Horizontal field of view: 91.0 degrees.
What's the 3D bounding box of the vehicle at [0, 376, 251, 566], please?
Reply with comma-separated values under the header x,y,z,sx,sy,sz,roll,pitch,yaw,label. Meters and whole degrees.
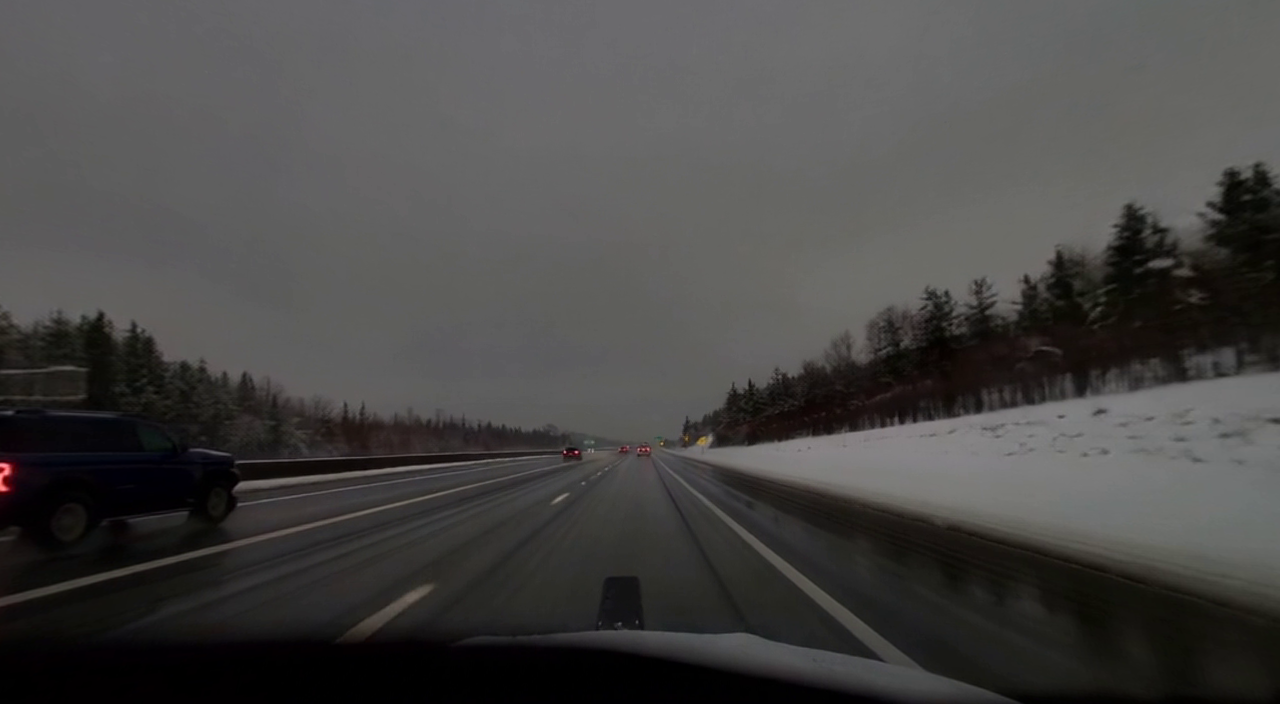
x,y,z,sx,sy,sz,roll,pitch,yaw,label
-7.697,1.465,8.087,2.163,1.947,4.959,0,-9,0,vehicle
